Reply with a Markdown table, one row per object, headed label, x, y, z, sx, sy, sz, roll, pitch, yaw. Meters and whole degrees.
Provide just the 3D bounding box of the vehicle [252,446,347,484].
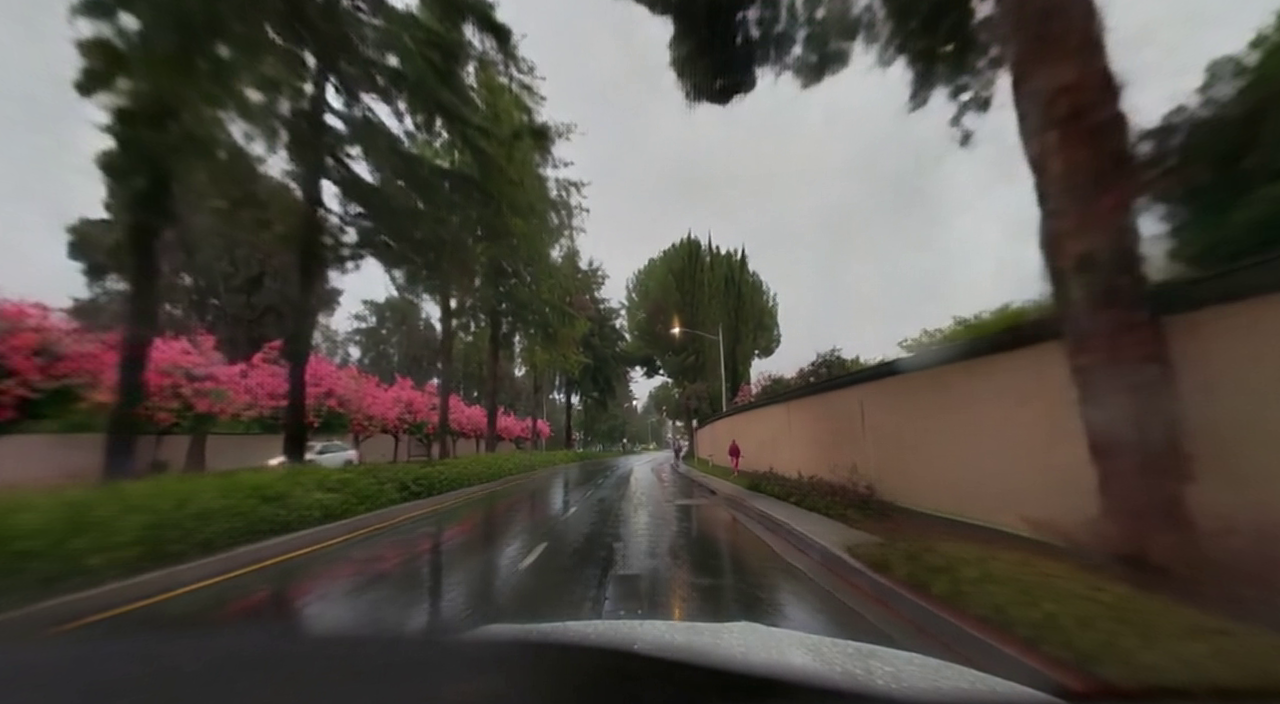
| label | x | y | z | sx | sy | sz | roll | pitch | yaw |
| --- | --- | --- | --- | --- | --- | --- | --- | --- | --- |
| vehicle | -17.087 | 5.656 | 32.069 | 2.186 | 1.769 | 4.869 | 0 | -8 | -1 |
